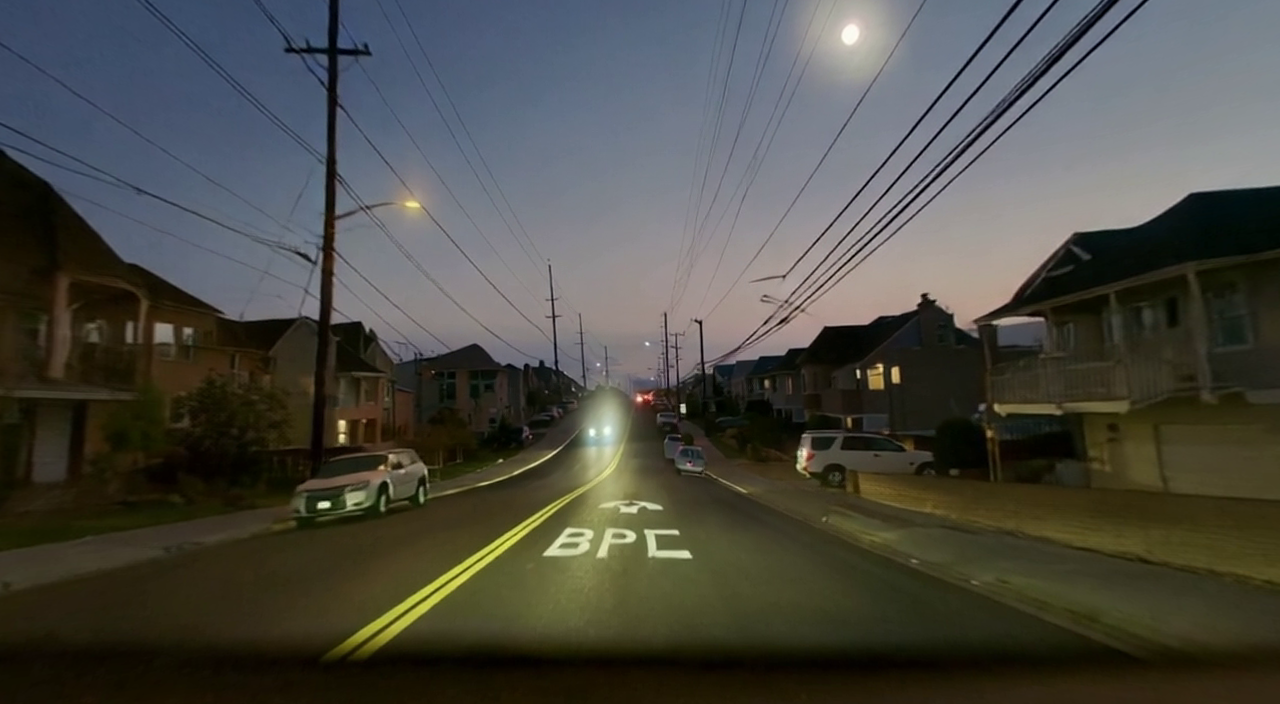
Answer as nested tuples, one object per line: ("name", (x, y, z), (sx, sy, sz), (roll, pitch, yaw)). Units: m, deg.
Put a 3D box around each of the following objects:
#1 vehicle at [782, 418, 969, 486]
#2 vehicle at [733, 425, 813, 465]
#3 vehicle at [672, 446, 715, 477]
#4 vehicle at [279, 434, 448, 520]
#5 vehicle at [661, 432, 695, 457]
("vehicle", (7.960, 3.441, 21.759), (5.512, 1.846, 2.115), (-4, -8, 1))
("vehicle", (8.013, 5.646, 38.264), (4.286, 2.044, 1.913), (-5, -8, -1))
("vehicle", (2.835, 5.876, 34.045), (2.063, 1.503, 4.415), (0, -8, 2))
("vehicle", (-6.703, 3.193, 15.952), (2.156, 1.764, 4.410), (-2, -12, 1))
("vehicle", (2.893, 7.209, 48.989), (2.211, 1.860, 4.813), (0, -8, -1))
